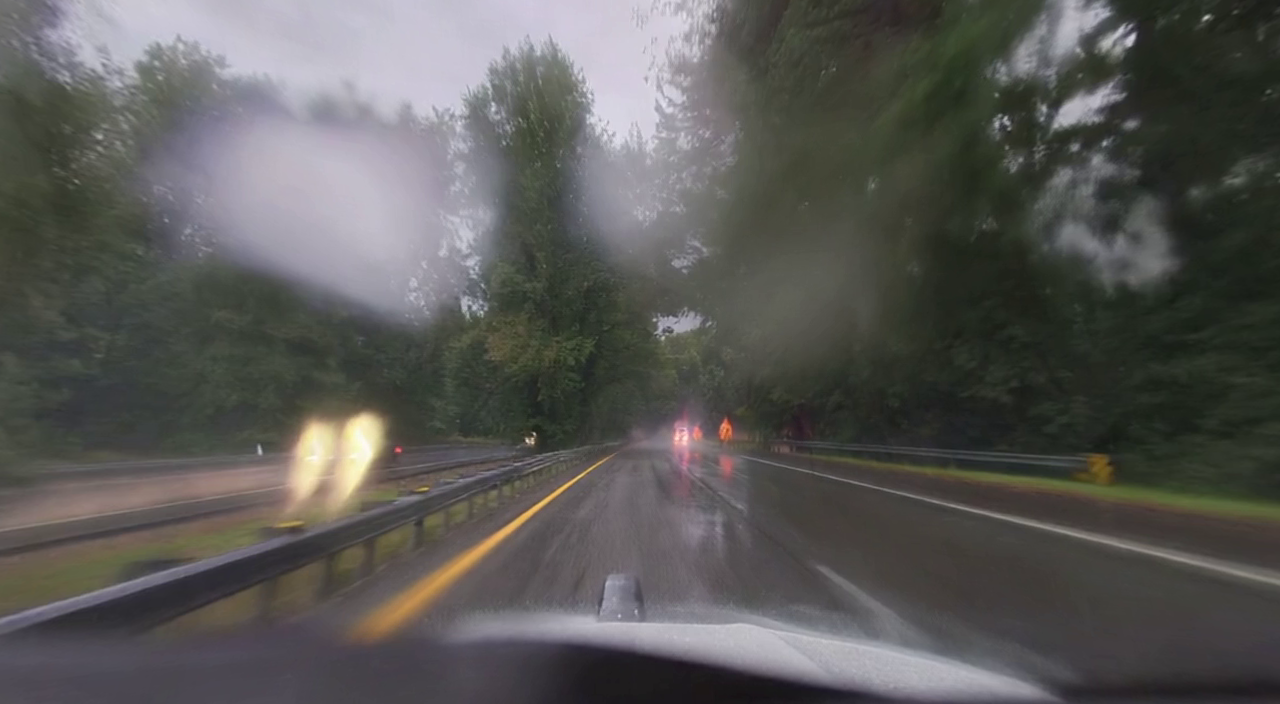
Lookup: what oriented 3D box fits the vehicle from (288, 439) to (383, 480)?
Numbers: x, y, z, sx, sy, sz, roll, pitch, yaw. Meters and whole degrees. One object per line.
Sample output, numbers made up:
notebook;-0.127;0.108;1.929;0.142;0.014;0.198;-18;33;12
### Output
vehicle;-11.679;4.102;24.436;1.783;1.422;3.720;0;-8;0
